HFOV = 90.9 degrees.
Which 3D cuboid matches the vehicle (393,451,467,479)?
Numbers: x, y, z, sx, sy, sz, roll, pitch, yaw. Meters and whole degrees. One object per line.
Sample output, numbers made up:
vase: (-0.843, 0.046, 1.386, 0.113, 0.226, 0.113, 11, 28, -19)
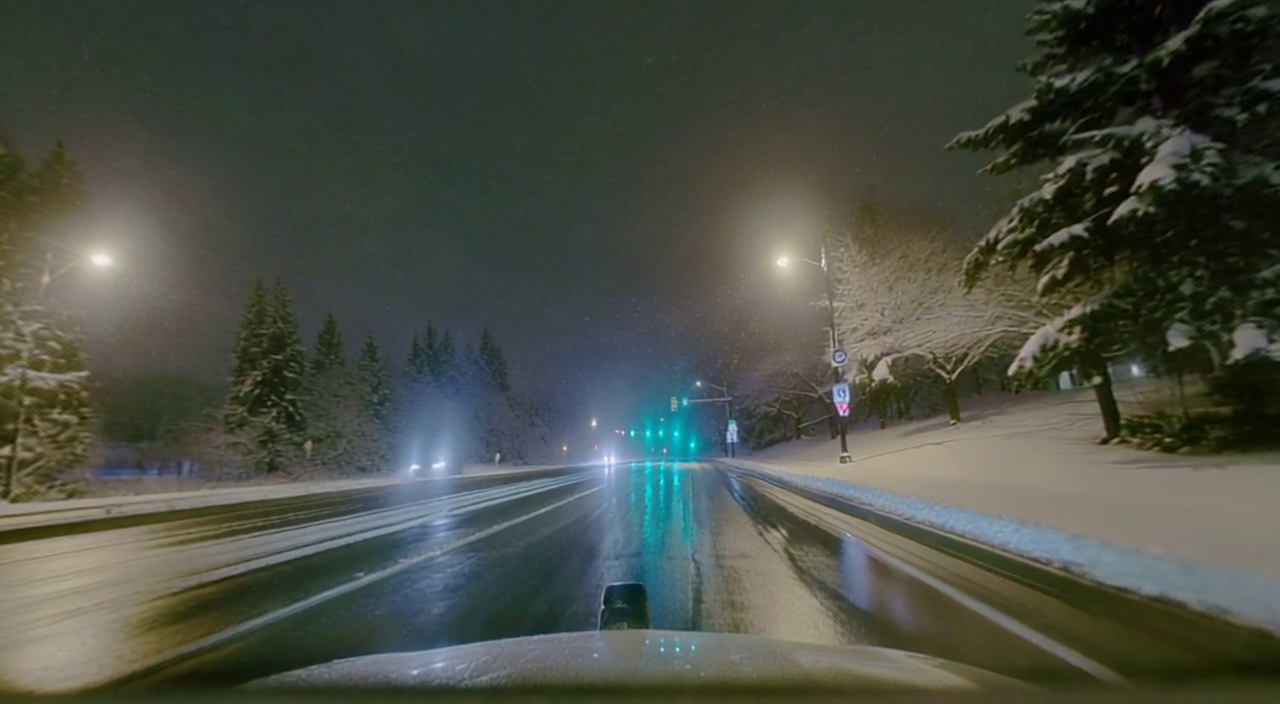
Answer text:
vehicle: (-11.564, 6.236, 35.096, 2.240, 1.452, 4.518, -1, -9, 5)
